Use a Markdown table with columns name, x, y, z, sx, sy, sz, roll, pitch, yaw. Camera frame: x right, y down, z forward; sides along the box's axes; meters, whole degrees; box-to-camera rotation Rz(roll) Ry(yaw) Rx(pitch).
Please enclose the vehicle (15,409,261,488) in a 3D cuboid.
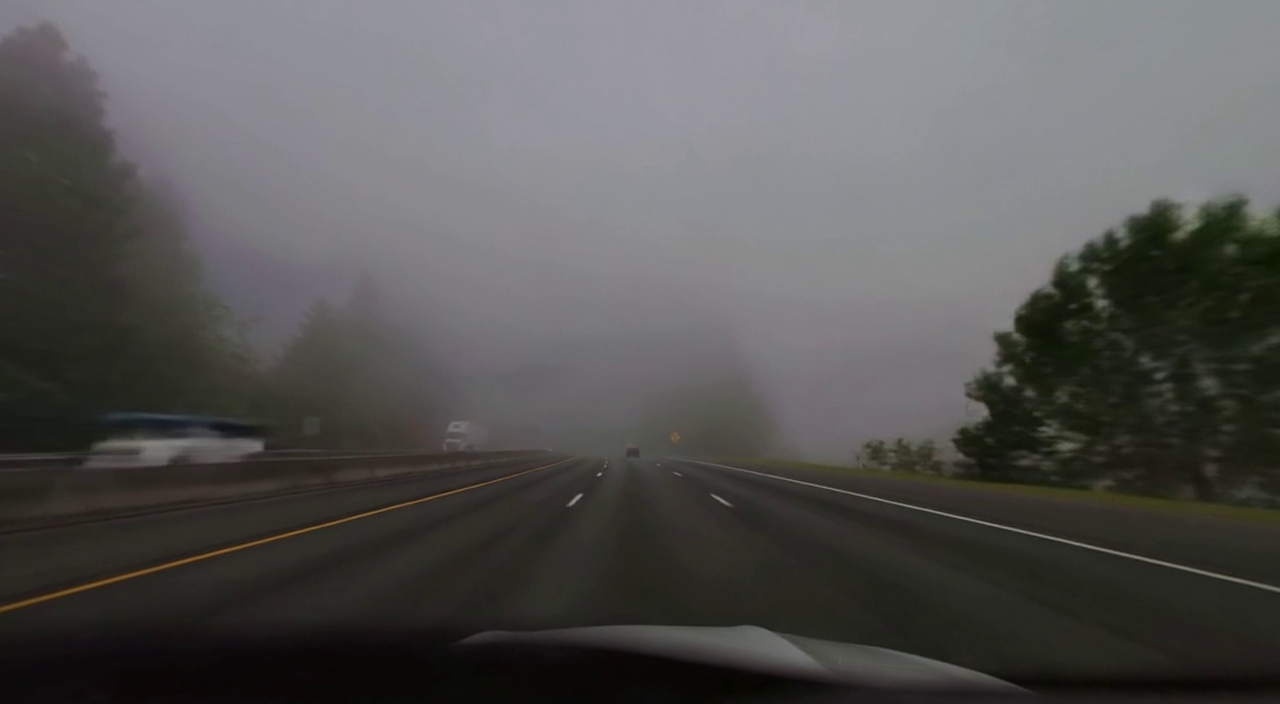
| name | x | y | z | sx | sy | sz | roll | pitch | yaw |
| --- | --- | --- | --- | --- | --- | --- | --- | --- | --- |
| vehicle | -12.511 | 2.498 | 16.341 | 2.220 | 1.723 | 5.072 | 0 | -9 | -1 |
